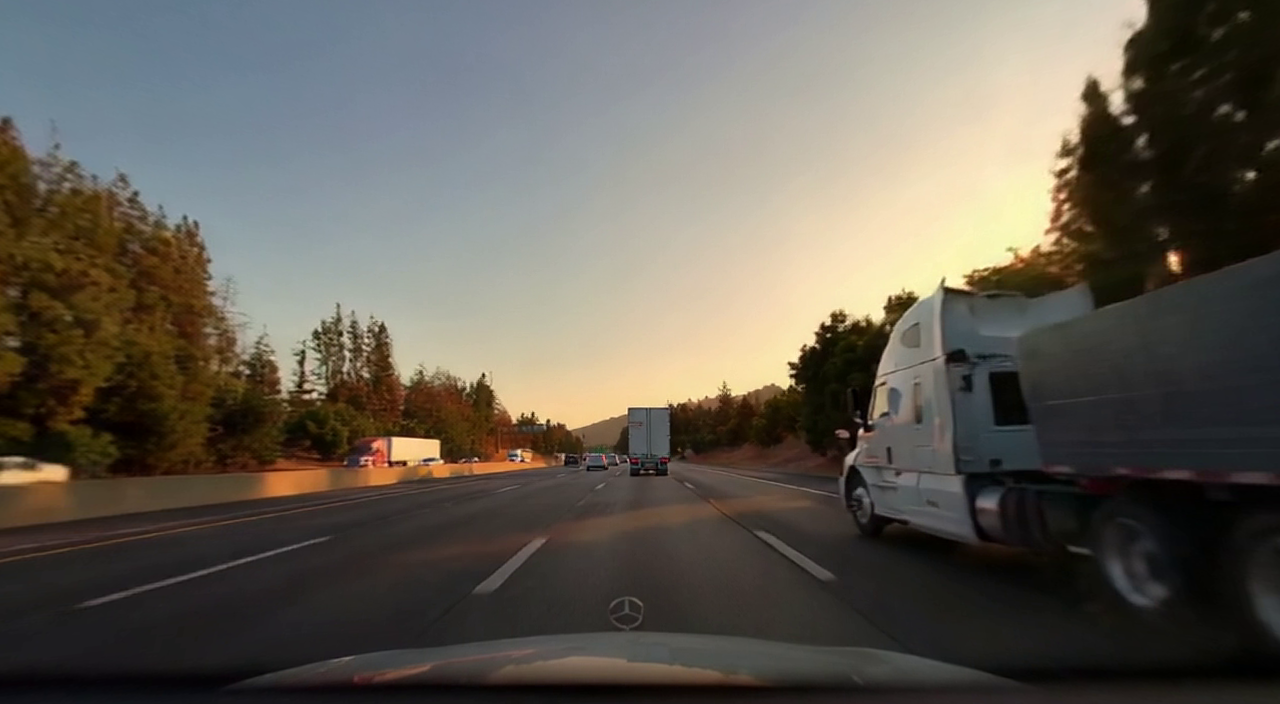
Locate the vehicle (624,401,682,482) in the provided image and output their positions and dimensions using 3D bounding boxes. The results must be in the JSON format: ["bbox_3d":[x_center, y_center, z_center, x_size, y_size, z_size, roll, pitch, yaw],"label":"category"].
[{"bbox_3d":[0.549,5.458,37.995,2.875,4.056,12.312,0,-9,-1],"label":"vehicle"}]

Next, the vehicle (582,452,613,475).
[{"bbox_3d":[-3.111,8.302,47.065,2.061,1.555,3.900,0,-9,0],"label":"vehicle"}]

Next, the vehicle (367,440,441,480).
[{"bbox_3d":[-18.063,8.296,48.772,2.845,2.784,7.224,0,-9,1],"label":"vehicle"}]

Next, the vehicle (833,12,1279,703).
[{"bbox_3d":[4.638,0.540,5.933,2.874,3.635,8.115,0,-9,-1],"label":"vehicle"}]
